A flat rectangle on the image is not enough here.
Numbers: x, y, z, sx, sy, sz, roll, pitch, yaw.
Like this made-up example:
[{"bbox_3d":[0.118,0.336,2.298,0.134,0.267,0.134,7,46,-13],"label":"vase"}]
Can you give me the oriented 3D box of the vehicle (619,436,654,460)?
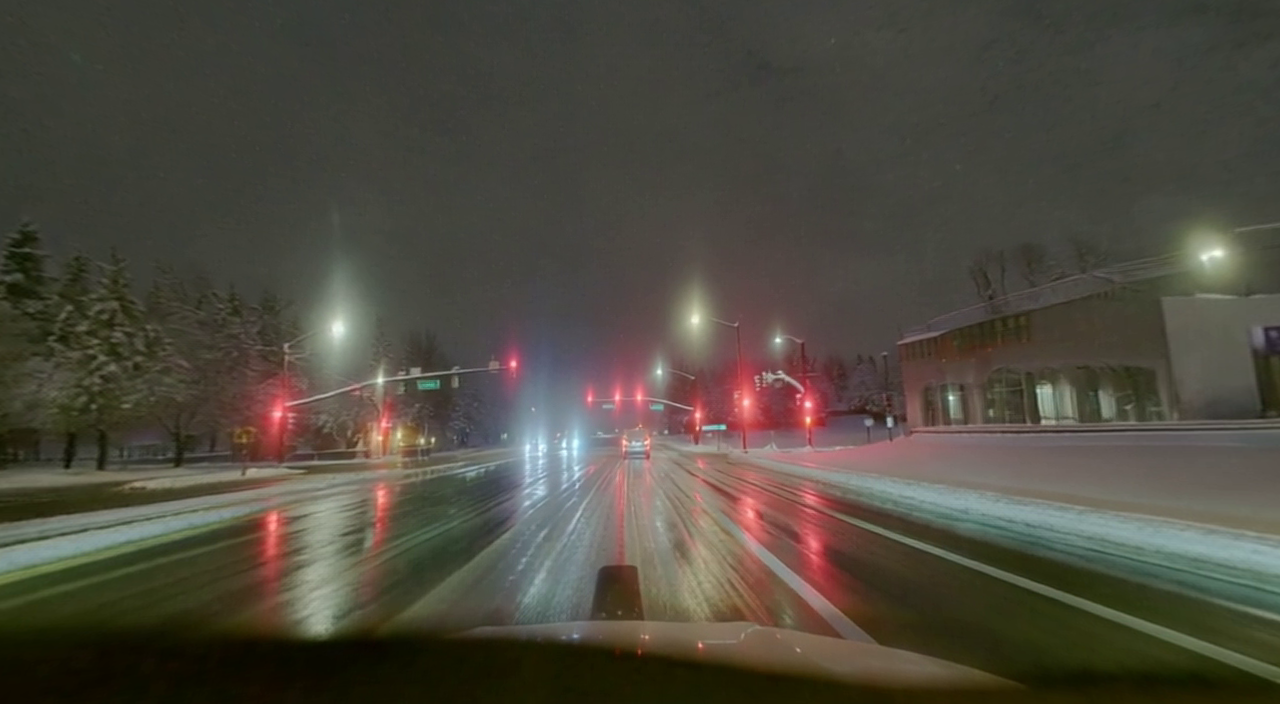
[{"bbox_3d":[-0.224,6.099,40.116,2.107,1.470,3.974,0,-9,-1],"label":"vehicle"}]
